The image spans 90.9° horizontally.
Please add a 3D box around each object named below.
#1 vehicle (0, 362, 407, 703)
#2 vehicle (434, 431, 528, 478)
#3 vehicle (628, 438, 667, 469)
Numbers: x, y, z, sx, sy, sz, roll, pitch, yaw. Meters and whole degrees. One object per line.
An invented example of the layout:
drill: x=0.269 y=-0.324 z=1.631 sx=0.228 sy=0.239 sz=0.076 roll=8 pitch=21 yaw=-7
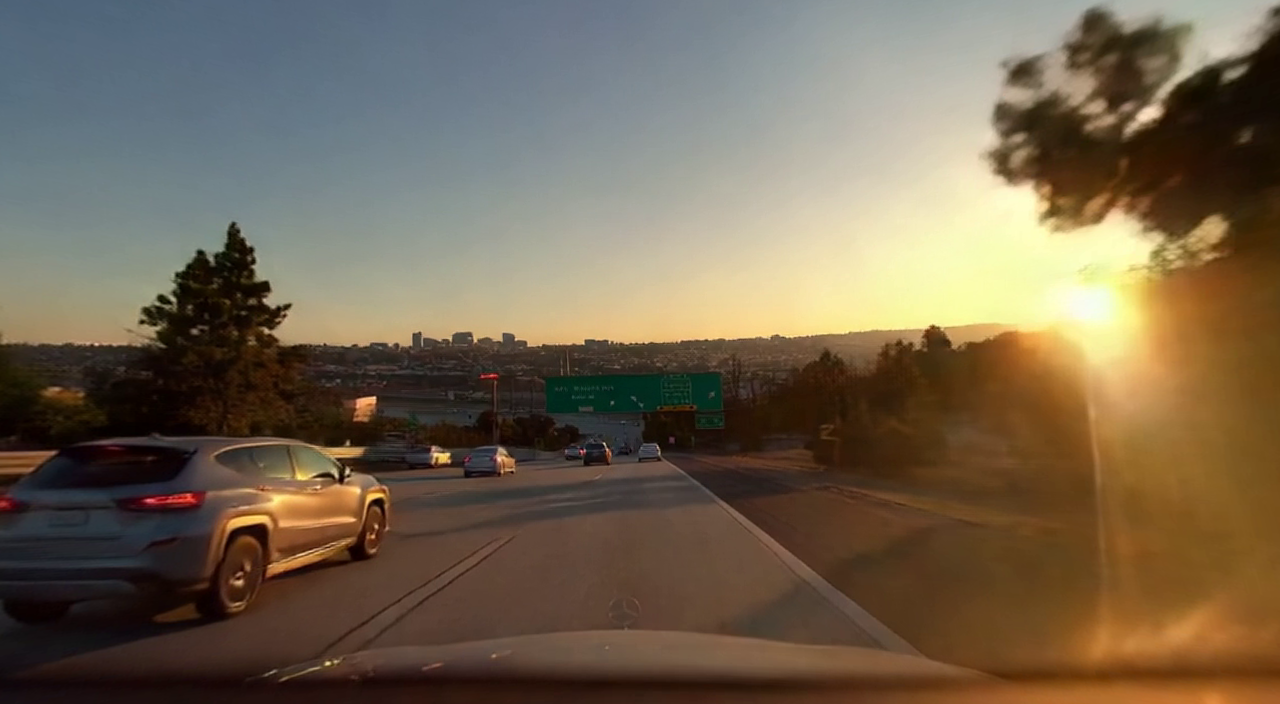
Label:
vehicle: x=-4.078 y=1.261 z=5.531 sx=2.136 sy=1.718 sz=4.873 roll=0 pitch=-8 yaw=1
vehicle: x=-7.032 y=4.622 z=28.793 sx=2.521 sy=1.901 sz=5.988 roll=-1 pitch=-8 yaw=2
vehicle: x=0.421 y=5.949 z=37.251 sx=2.135 sy=1.697 sz=4.757 roll=0 pitch=-8 yaw=0
